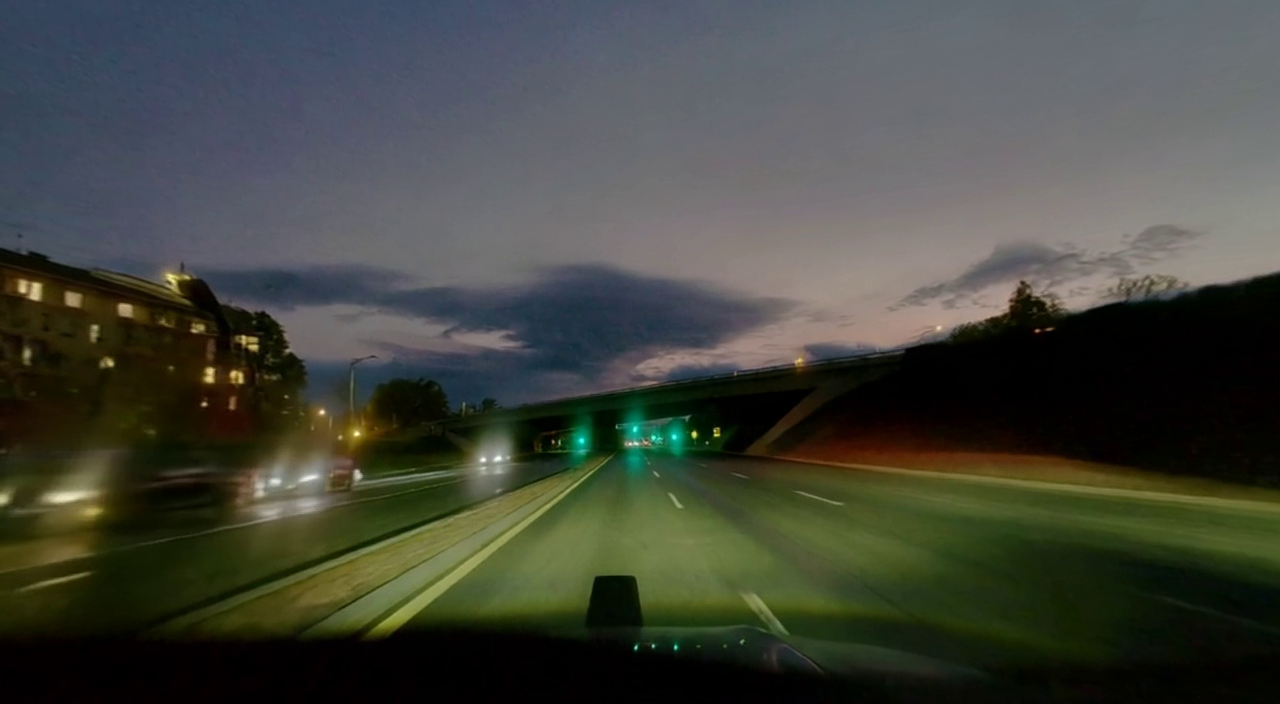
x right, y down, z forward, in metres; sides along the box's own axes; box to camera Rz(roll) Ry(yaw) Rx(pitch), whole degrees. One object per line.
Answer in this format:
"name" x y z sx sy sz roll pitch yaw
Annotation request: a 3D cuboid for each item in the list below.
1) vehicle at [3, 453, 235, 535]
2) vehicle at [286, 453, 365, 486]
"vehicle" -12.084 3.262 15.148 1.932 1.615 4.235 0 -9 -1
"vehicle" -16.867 6.273 34.147 1.861 1.618 4.731 0 -9 0
